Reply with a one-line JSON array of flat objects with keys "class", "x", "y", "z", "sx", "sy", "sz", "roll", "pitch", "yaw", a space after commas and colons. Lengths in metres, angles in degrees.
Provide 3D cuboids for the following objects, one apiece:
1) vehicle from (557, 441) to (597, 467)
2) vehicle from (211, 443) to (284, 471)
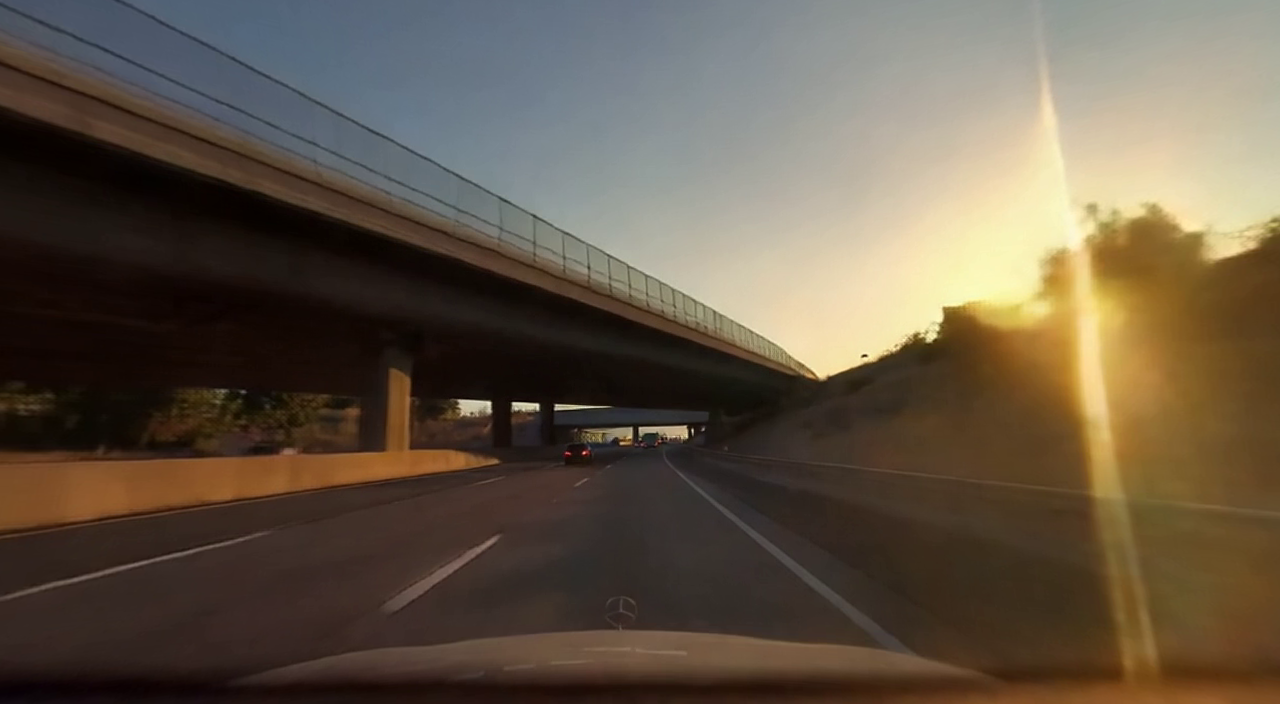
[{"class": "vehicle", "x": -3.906, "y": 6.455, "z": 39.876, "sx": 1.961, "sy": 1.540, "sz": 4.487, "roll": -1, "pitch": -9, "yaw": 2}, {"class": "vehicle", "x": -23.543, "y": 6.291, "z": 37.885, "sx": 1.819, "sy": 1.546, "sz": 3.816, "roll": -1, "pitch": -9, "yaw": 1}]
